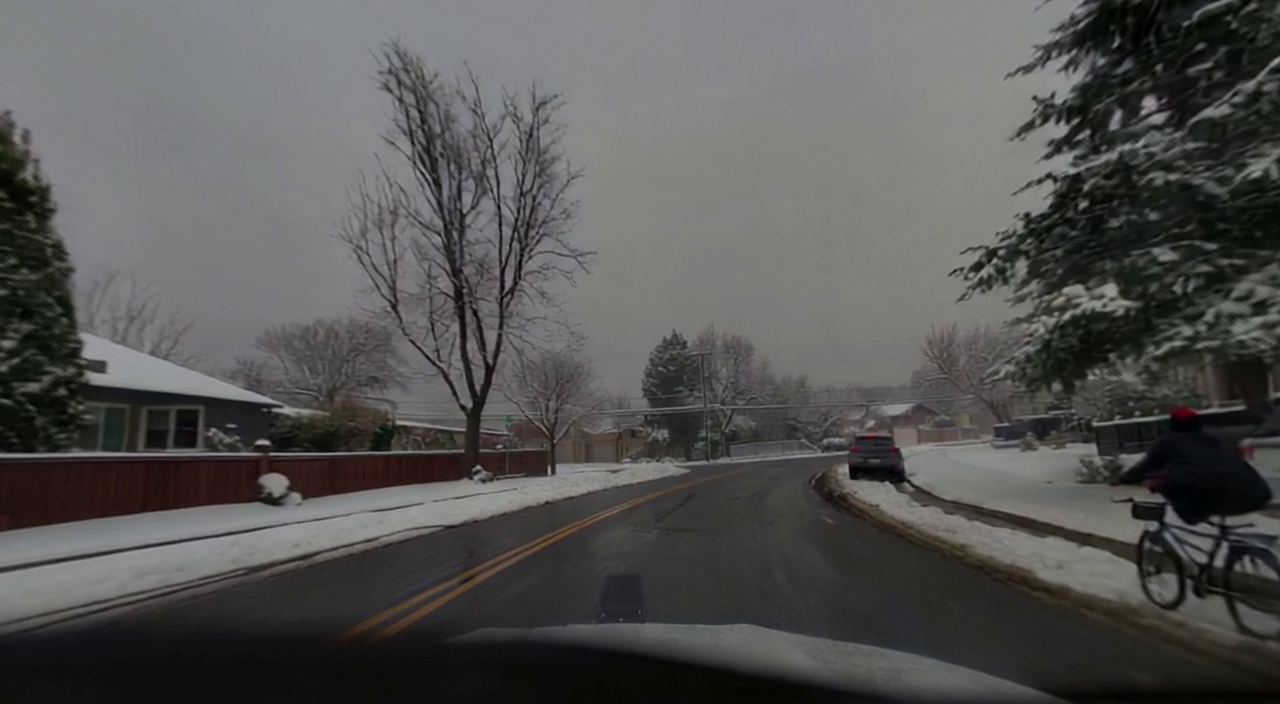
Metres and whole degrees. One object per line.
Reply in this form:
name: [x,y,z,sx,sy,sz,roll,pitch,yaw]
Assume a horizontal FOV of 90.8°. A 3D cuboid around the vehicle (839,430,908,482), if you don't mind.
vehicle: [8.513,3.802,23.354,2.105,1.705,4.392,-2,-9,17]
